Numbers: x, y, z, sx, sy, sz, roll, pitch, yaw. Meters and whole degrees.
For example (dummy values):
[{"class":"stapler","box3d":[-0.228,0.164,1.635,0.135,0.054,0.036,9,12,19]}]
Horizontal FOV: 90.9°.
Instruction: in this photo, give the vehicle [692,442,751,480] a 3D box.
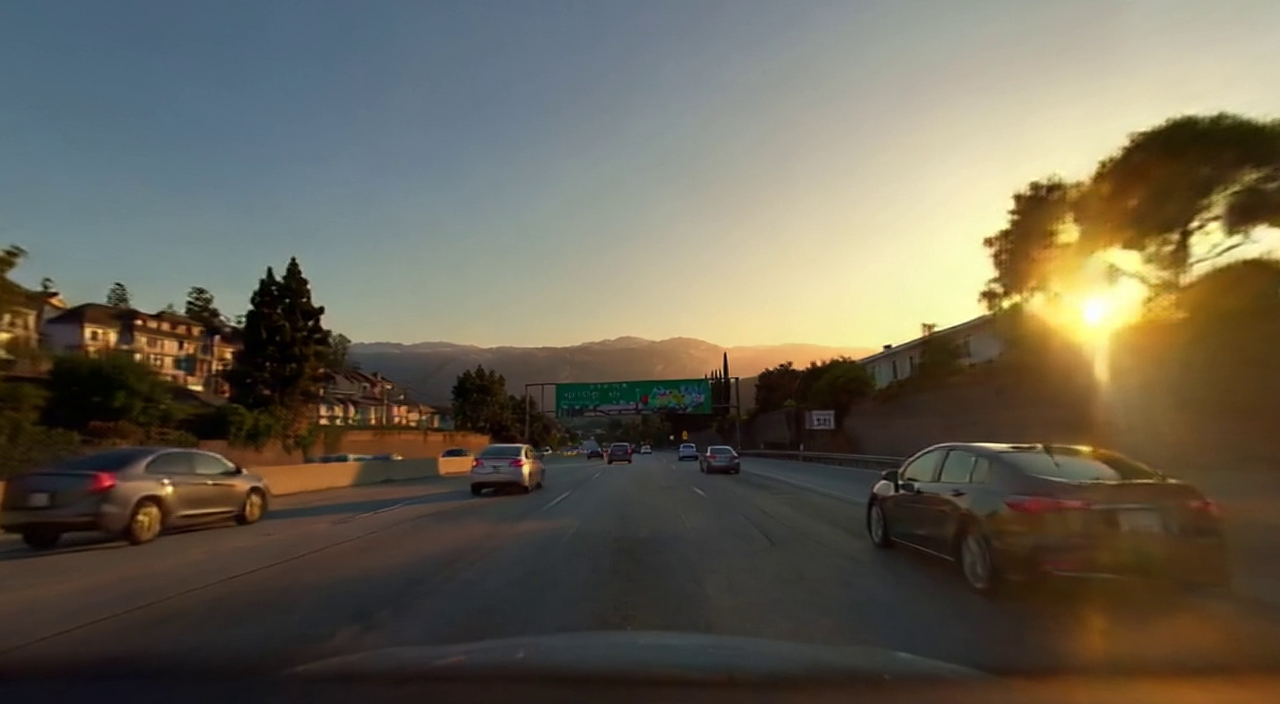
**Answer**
[{"class":"vehicle","box3d":[3.265,4.417,25.901,1.854,1.438,3.954,0,-8,0]}]

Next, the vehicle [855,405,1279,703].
[{"class":"vehicle","box3d":[3.560,1.344,5.415,1.912,1.509,4.291,0,-8,0]}]

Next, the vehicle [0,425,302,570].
[{"class":"vehicle","box3d":[-7.394,2.020,9.595,2.057,1.681,4.277,0,-8,1]}]

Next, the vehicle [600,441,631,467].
[{"class":"vehicle","box3d":[-1.745,7.365,45.869,2.183,1.764,4.134,0,-8,-1]}]

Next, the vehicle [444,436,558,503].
[{"class":"vehicle","box3d":[-3.622,3.150,17.378,2.136,1.571,4.285,0,-8,0]}]
